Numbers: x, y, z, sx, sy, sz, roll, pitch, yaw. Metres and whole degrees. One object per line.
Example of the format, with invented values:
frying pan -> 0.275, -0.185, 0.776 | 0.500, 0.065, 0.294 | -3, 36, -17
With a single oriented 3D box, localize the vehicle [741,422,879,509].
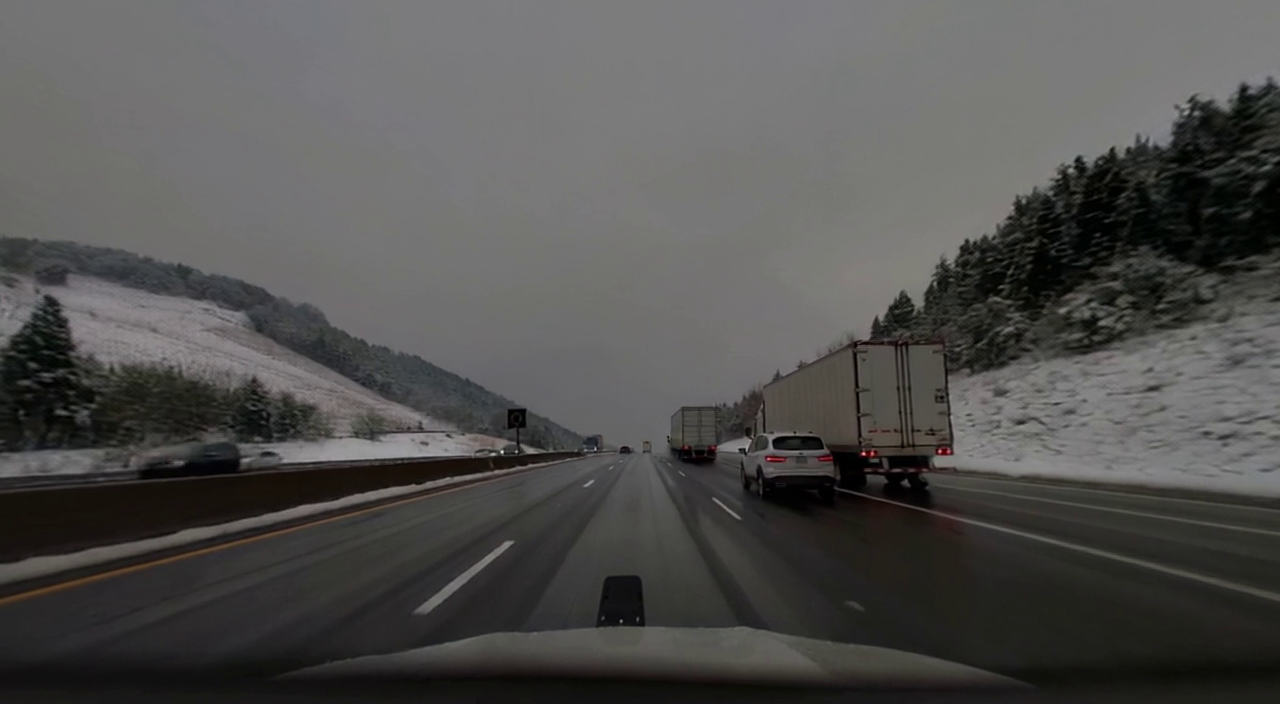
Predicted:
vehicle -> 3.787, 2.628, 14.929 | 2.055, 1.737, 4.224 | 0, -9, 0

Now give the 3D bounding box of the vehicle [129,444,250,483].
vehicle -> -20.017, 4.929, 28.270 | 1.957, 1.587, 4.595 | 0, -9, 1

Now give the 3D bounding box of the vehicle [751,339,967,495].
vehicle -> 7.299, 2.925, 25.051 | 2.947, 4.199, 16.175 | 0, -9, 0
